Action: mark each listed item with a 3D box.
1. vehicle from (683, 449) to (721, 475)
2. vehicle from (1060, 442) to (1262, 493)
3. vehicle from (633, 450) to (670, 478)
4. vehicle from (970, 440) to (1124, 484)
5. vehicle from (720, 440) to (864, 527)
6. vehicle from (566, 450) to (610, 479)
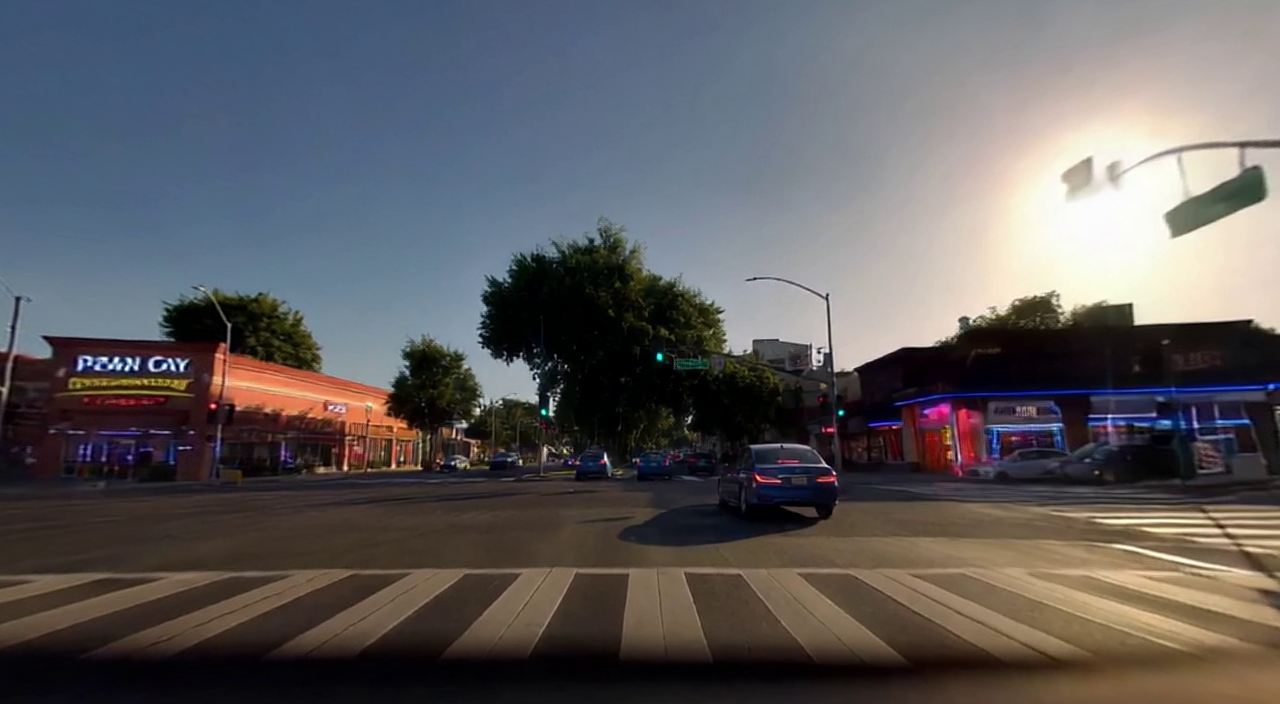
[{"bbox_3d":[3.919,7.034,40.481,1.931,1.552,4.125,0,-8,0],"label":"vehicle"},{"bbox_3d":[15.652,3.456,19.098,4.481,1.427,1.830,0,-8,-1],"label":"vehicle"},{"bbox_3d":[0.612,6.524,36.997,2.070,1.460,4.118,0,-8,0],"label":"vehicle"},{"bbox_3d":[16.422,4.434,25.641,4.637,1.654,2.277,0,-8,-1],"label":"vehicle"},{"bbox_3d":[2.938,2.623,13.199,1.946,1.513,4.133,0,-8,0],"label":"vehicle"},{"bbox_3d":[-2.790,6.142,34.689,2.040,1.471,4.211,0,-8,1],"label":"vehicle"}]
